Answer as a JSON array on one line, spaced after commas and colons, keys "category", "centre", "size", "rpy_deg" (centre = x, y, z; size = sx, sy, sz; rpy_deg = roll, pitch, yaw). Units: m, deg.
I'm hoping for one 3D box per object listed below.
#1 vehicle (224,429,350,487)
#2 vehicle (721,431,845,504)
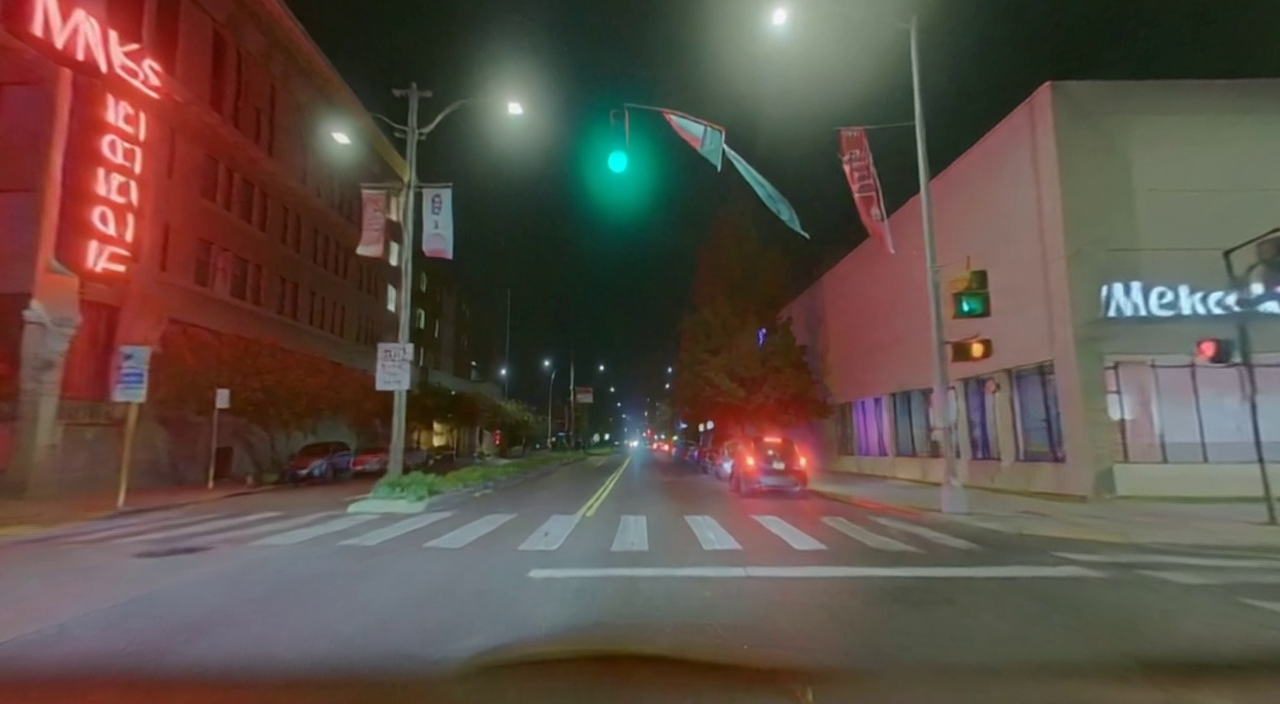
[{"category": "vehicle", "centre": [-12.396, 3.632, 22.048], "size": [4.447, 1.790, 2.206], "rpy_deg": [-7, -10, 38]}, {"category": "vehicle", "centre": [3.422, 2.846, 16.088], "size": [2.120, 1.560, 4.402], "rpy_deg": [0, -8, 0]}]
